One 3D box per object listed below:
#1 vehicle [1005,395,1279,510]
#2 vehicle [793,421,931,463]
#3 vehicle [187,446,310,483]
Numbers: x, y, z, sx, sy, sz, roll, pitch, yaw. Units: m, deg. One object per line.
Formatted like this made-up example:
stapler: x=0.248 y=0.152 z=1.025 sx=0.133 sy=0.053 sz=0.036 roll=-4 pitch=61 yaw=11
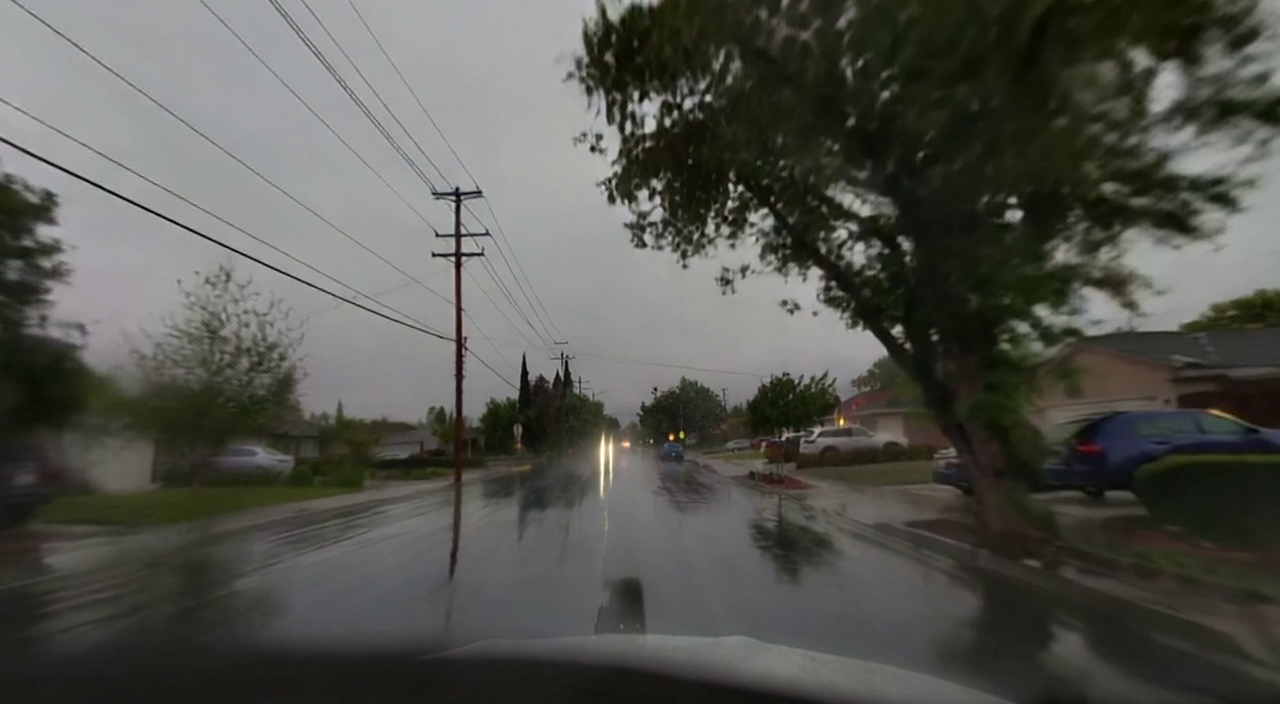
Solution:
vehicle: x=9.598 y=1.779 z=11.517 sx=4.465 sy=1.727 sz=2.127 roll=-3 pitch=-8 yaw=2
vehicle: x=11.000 y=4.532 z=31.666 sx=5.968 sy=1.963 sz=2.573 roll=1 pitch=-8 yaw=-3
vehicle: x=-17.981 y=5.153 z=29.161 sx=4.304 sy=1.643 sz=1.969 roll=0 pitch=-9 yaw=1
